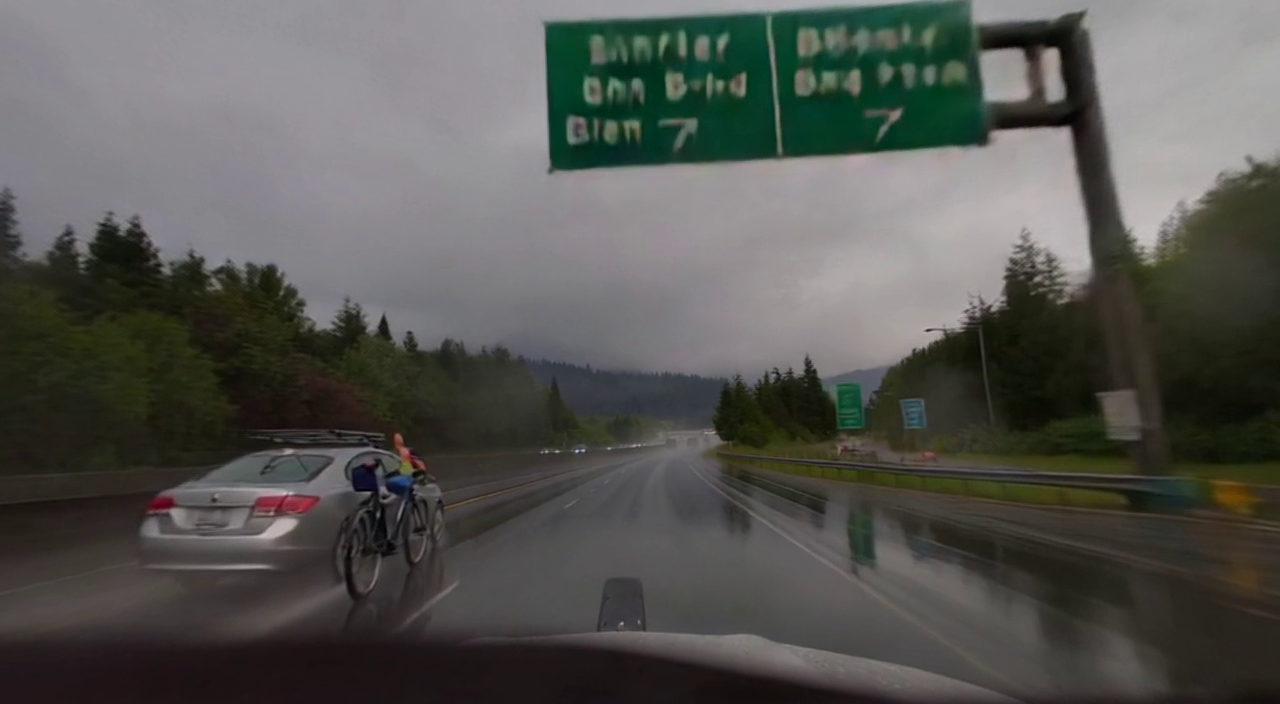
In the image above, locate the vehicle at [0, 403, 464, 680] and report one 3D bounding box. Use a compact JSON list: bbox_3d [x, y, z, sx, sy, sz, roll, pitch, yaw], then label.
[{"bbox_3d":[-3.312,1.411,5.816,2.108,1.557,4.344,0,-9,0],"label":"vehicle"}]
